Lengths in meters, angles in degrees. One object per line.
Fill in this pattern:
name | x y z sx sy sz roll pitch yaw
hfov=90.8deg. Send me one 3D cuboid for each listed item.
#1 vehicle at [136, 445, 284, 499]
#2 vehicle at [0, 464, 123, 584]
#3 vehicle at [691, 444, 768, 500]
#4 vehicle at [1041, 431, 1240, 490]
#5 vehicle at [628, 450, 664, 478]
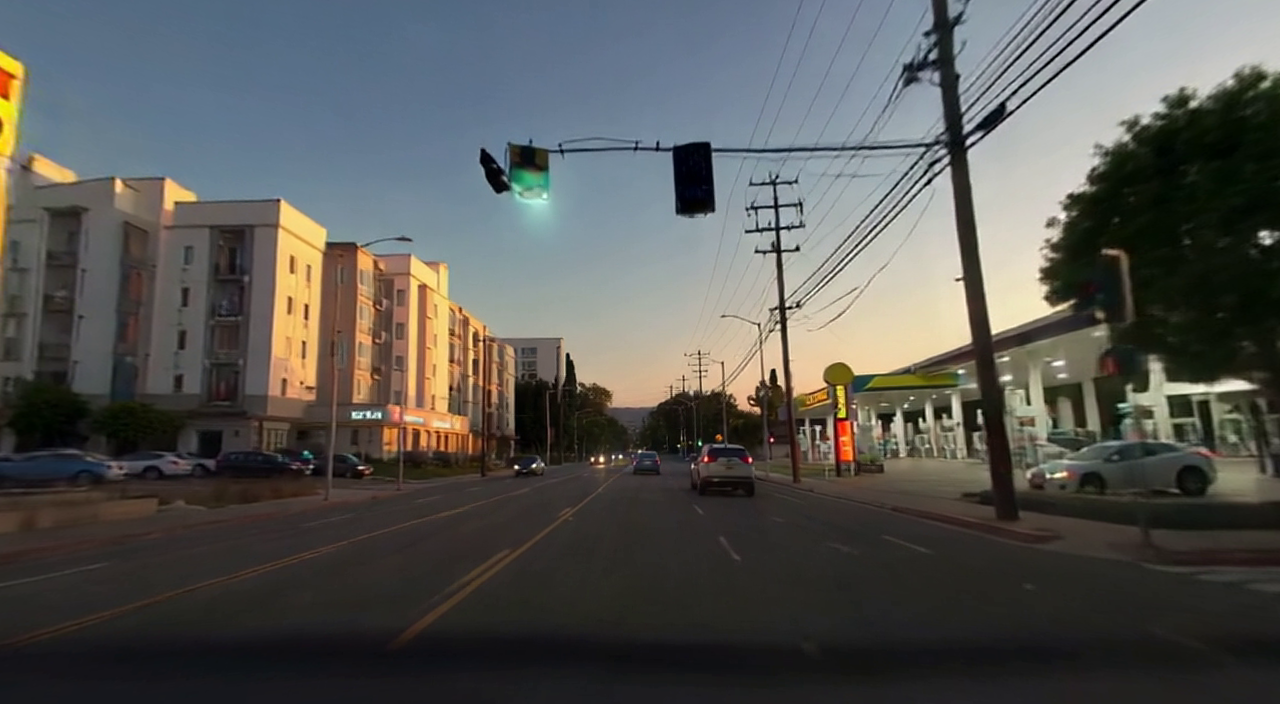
vehicle | -17.516 4.880 25.922 4.591 1.852 2.241 -3 -7 5
vehicle | -9.086 2.162 7.618 1.859 1.451 4.447 0 -8 1
vehicle | 2.876 3.961 21.322 1.945 1.647 4.160 0 -8 -1
vehicle | 14.174 3.103 18.364 1.846 1.480 4.649 0 -8 -2
vehicle | 0.377 6.622 37.576 1.999 1.487 3.939 0 -8 1
